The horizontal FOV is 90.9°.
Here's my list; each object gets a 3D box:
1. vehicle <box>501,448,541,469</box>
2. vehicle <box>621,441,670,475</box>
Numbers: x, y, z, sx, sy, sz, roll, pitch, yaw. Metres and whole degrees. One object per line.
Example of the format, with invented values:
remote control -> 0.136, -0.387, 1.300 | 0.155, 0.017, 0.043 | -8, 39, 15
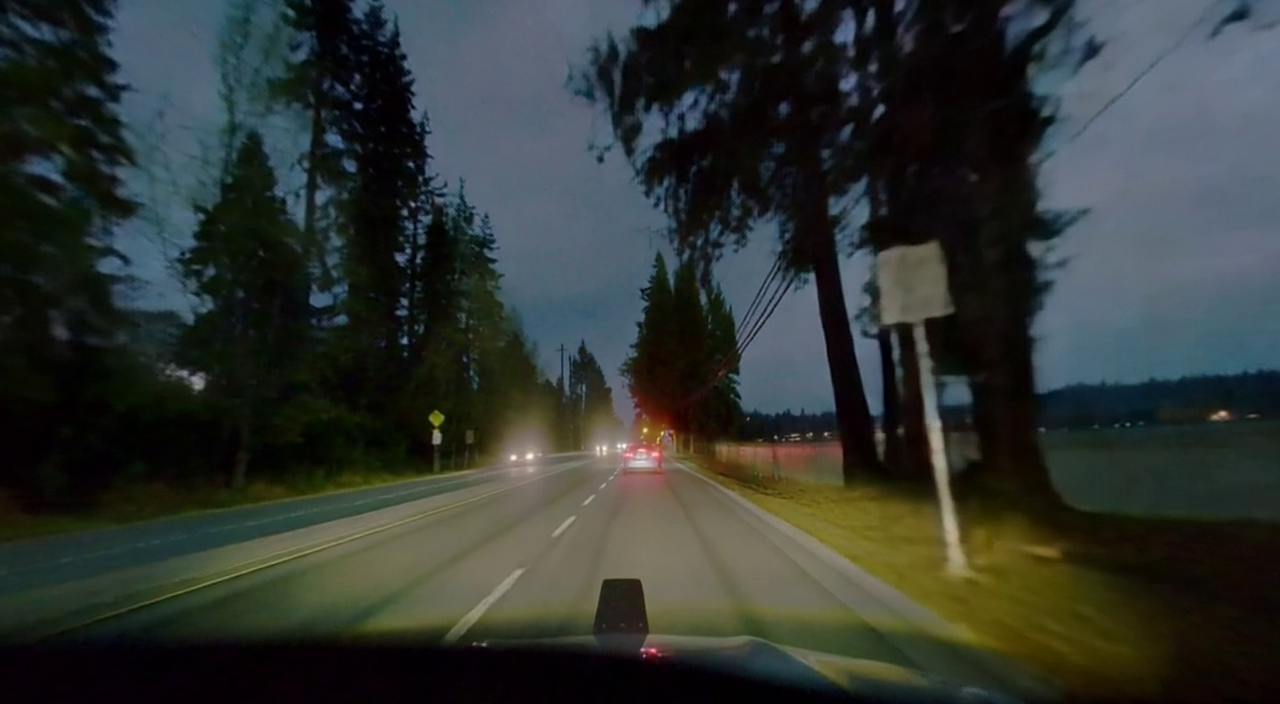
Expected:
vehicle -> -8.851, 7.931, 47.107 | 2.061, 1.516, 4.121 | 0, -8, 1
vehicle -> 0.281, 4.963, 29.656 | 2.153, 1.461, 4.374 | 0, -8, 1
